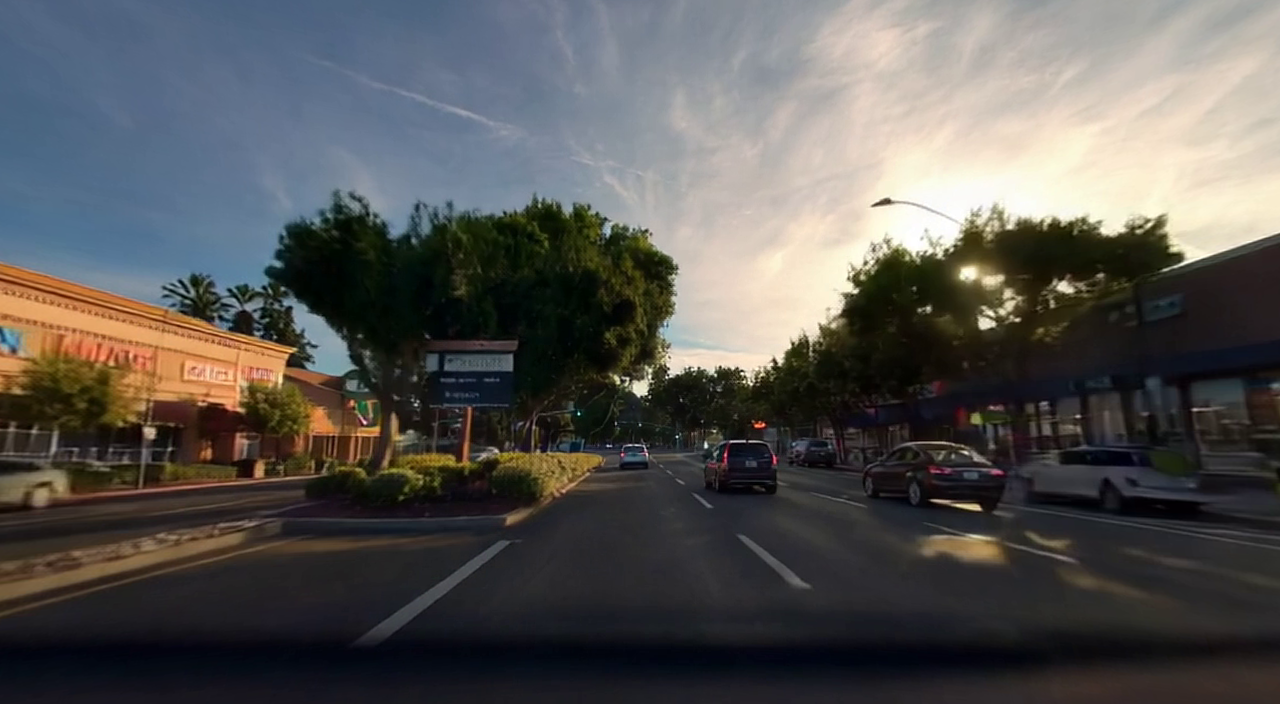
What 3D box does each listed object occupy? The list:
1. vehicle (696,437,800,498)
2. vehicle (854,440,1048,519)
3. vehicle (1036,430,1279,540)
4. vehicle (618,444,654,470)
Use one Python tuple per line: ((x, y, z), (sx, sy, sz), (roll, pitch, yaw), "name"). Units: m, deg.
((2.974, 3.297, 18.502), (2.072, 1.545, 4.578), (0, -8, -2), "vehicle")
((6.634, 2.740, 14.186), (1.952, 1.449, 4.544), (0, -8, -1), "vehicle")
((10.505, 2.479, 12.524), (2.057, 1.748, 4.673), (0, -8, -3), "vehicle")
((-0.249, 6.303, 38.304), (2.052, 1.461, 4.324), (0, -8, 0), "vehicle")
